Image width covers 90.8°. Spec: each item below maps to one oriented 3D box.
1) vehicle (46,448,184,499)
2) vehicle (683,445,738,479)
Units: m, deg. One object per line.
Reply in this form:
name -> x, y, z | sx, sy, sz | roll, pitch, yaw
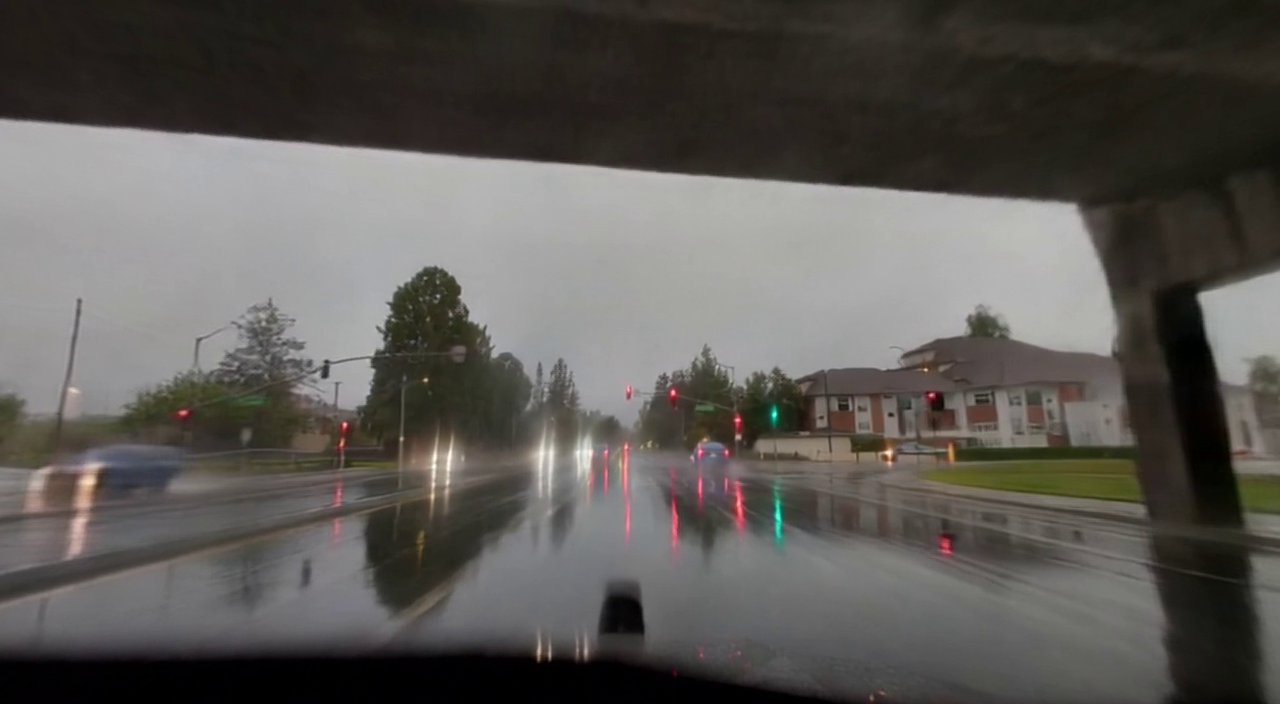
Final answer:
vehicle -> -20.542, 4.714, 24.984 | 1.918, 1.790, 4.081 | 1, -8, -1
vehicle -> 3.298, 5.256, 30.437 | 2.068, 1.497, 4.247 | 0, -8, -1
